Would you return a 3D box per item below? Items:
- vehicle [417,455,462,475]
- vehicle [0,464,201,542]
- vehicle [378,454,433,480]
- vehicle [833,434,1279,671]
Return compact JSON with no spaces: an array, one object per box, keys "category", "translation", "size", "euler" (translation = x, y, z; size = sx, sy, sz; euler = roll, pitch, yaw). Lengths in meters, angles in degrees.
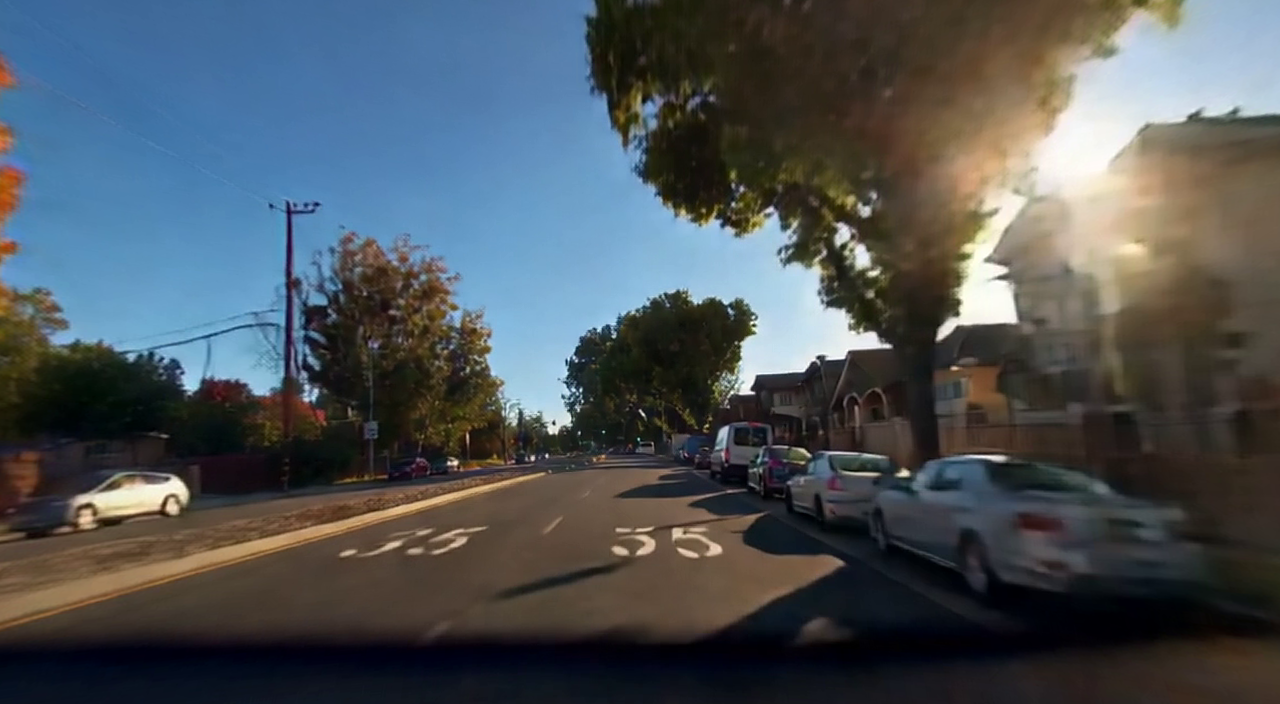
[{"category":"vehicle","translation":[-15.471,8.737,48.711],"size":[1.944,1.454,4.581],"euler":[0,-9,1]},{"category":"vehicle","translation":[-13.162,3.520,15.253],"size":[1.821,1.468,4.408],"euler":[0,-9,-1]},{"category":"vehicle","translation":[-15.363,7.550,41.391],"size":[1.992,1.517,4.426],"euler":[0,-9,-2]},{"category":"vehicle","translation":[3.488,1.549,6.051],"size":[1.827,1.422,4.340],"euler":[0,-9,0]}]
